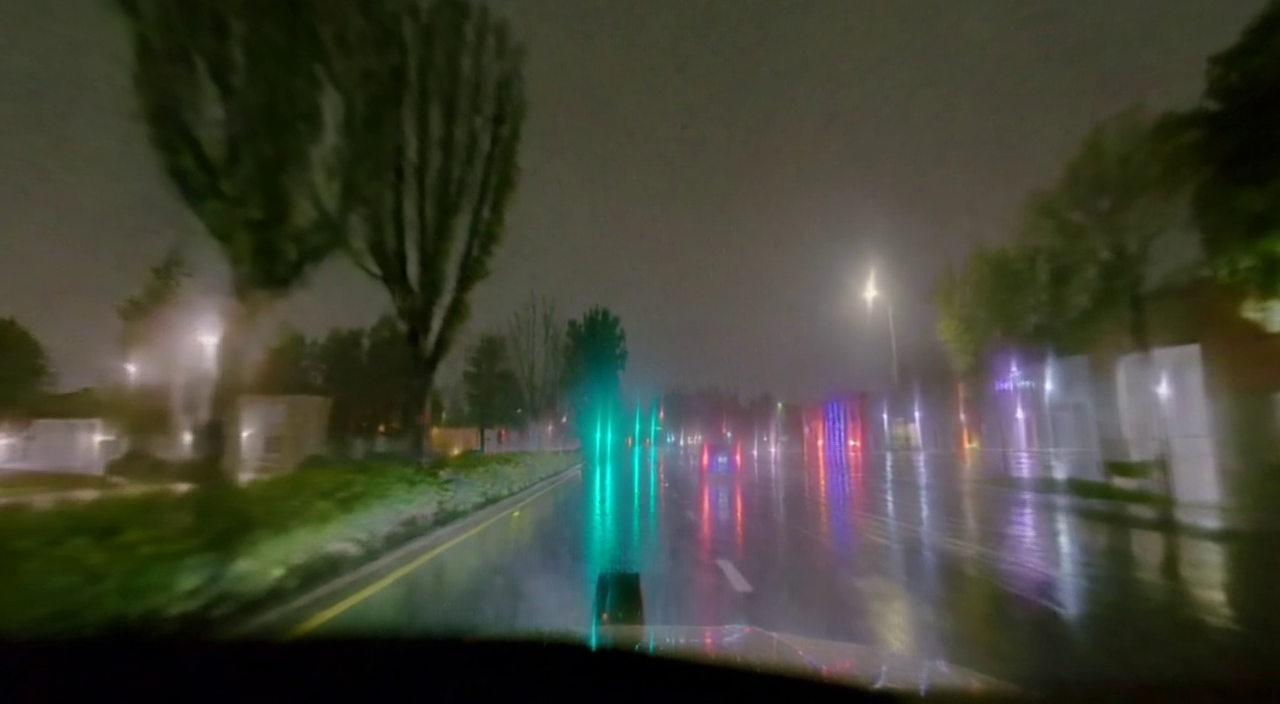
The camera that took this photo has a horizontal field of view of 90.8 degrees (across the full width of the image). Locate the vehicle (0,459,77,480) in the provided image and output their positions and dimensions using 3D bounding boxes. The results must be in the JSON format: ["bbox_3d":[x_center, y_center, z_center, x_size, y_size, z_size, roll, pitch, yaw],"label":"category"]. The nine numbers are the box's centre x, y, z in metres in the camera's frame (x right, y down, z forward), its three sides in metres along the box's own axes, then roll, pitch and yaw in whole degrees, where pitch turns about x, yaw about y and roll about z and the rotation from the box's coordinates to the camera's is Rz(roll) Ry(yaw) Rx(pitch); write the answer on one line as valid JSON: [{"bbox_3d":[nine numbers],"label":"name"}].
[{"bbox_3d":[-45.803,8.889,47.810,4.294,1.459,1.898,1,-8,-5],"label":"vehicle"}]

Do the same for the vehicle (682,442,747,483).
[{"bbox_3d":[2.803,4.241,24.649,1.929,1.411,4.284,1,-8,-1],"label":"vehicle"}]
